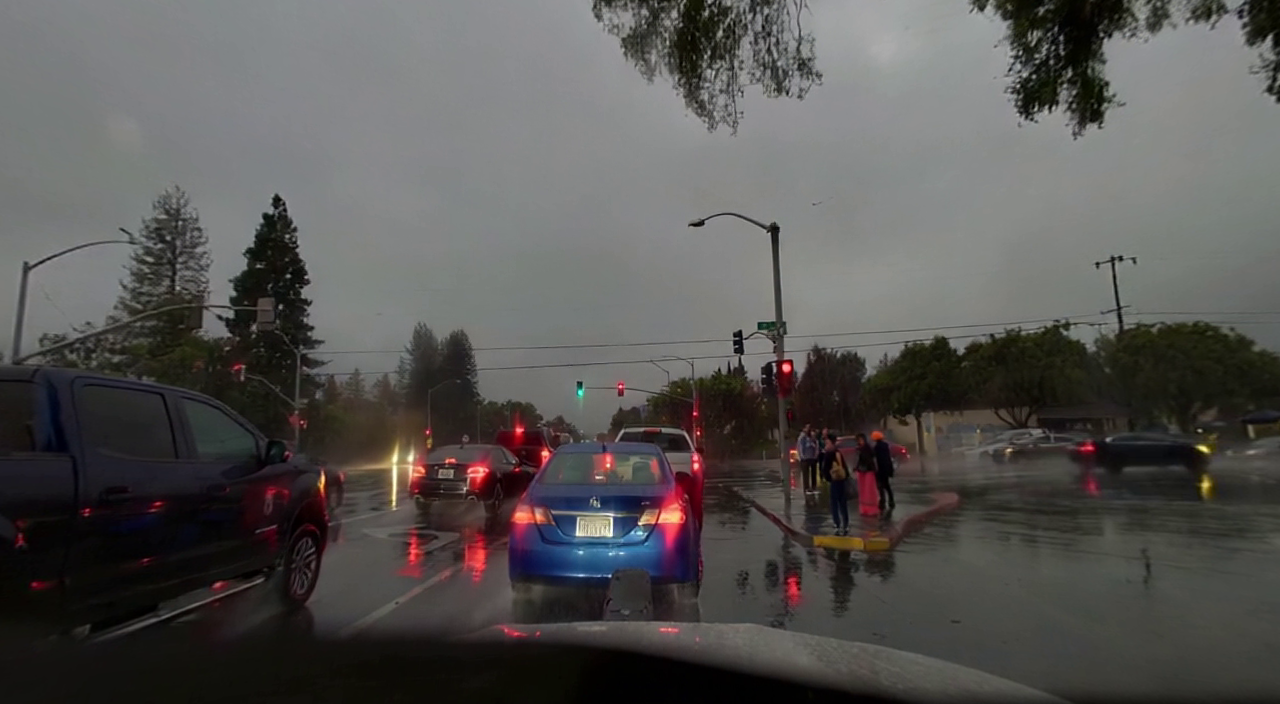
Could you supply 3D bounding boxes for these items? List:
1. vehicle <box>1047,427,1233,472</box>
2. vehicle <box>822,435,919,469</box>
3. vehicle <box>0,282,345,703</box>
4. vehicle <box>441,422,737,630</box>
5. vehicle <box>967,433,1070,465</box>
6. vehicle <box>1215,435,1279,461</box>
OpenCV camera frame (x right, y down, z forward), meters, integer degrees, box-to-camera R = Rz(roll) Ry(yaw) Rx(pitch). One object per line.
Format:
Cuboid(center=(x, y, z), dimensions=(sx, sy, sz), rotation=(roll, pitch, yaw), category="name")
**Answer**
Cuboid(center=(19.218, 3.786, 24.483), dimensions=(5.192, 1.620, 2.072), rotation=(-1, -9, 7), category="vehicle")
Cuboid(center=(12.219, 5.336, 33.628), dimensions=(4.394, 1.724, 1.886), rotation=(0, -9, 1), category="vehicle")
Cuboid(center=(-3.690, 0.749, 2.832), dimensions=(2.202, 1.961, 4.980), rotation=(0, -9, 1), category="vehicle")
Cuboid(center=(-0.361, 1.608, 6.878), dimensions=(2.144, 1.497, 4.446), rotation=(0, -9, 0), category="vehicle")
Cuboid(center=(21.959, 5.647, 36.721), dimensions=(4.529, 1.786, 2.110), rotation=(0, -9, 2), category="vehicle")
Cuboid(center=(36.302, 5.514, 36.141), dimensions=(4.643, 1.464, 1.840), rotation=(-1, -9, 3), category="vehicle")
